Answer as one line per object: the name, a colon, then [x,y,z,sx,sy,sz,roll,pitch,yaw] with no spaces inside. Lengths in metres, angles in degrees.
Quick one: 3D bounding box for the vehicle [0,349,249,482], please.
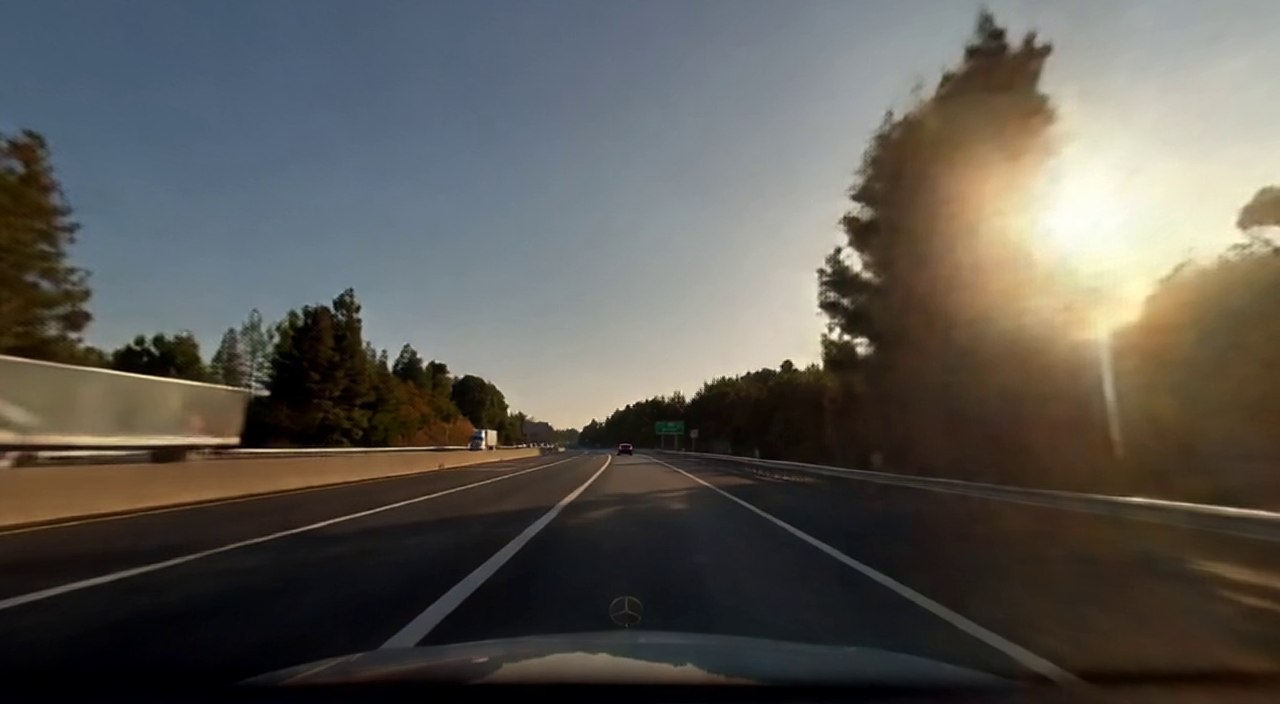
vehicle: [-21.164,2.746,24.487,2.925,4.030,14.186,0,-9,-1]
